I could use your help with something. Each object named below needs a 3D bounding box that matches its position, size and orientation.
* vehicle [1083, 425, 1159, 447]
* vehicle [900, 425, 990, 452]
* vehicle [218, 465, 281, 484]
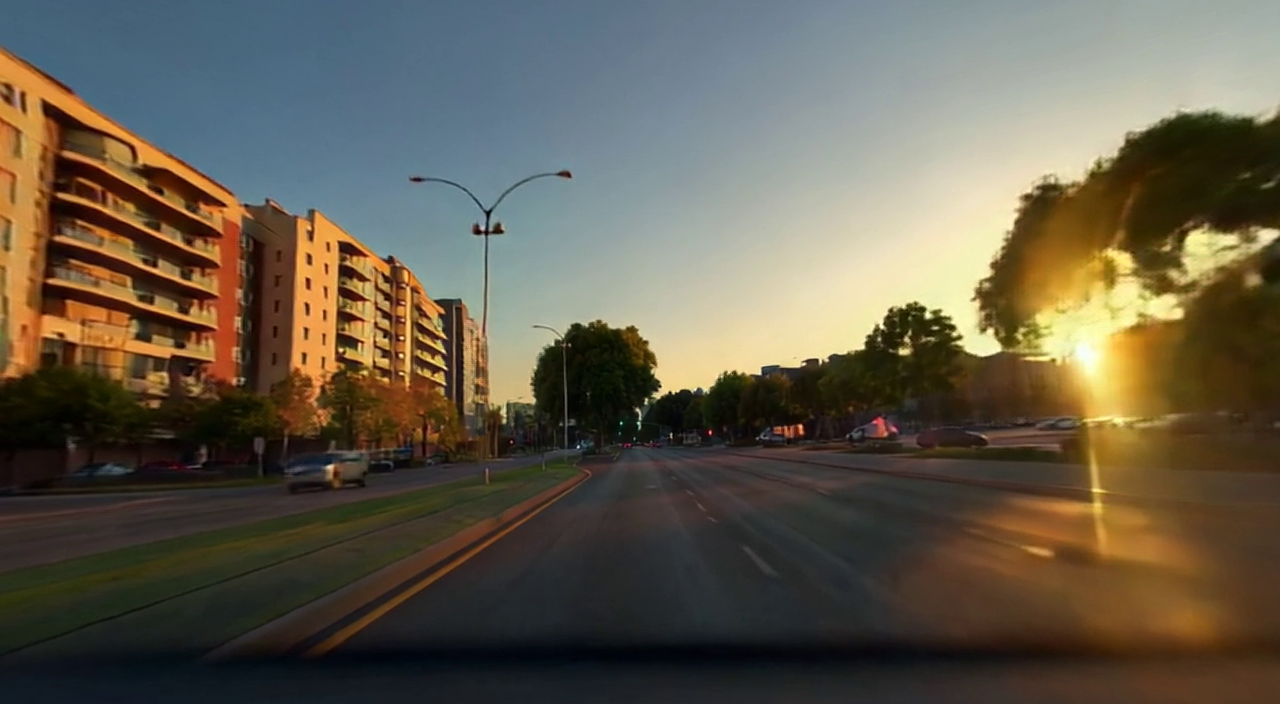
[{"bbox_3d":[33.251,5.861,43.788,1.818,1.427,4.239,0,-9,-2],"label":"vehicle"},{"bbox_3d":[19.758,5.650,41.121,4.745,1.675,2.096,0,-9,0],"label":"vehicle"},{"bbox_3d":[-30.746,9.670,49.796,3.705,1.403,1.762,0,-9,2],"label":"vehicle"}]
